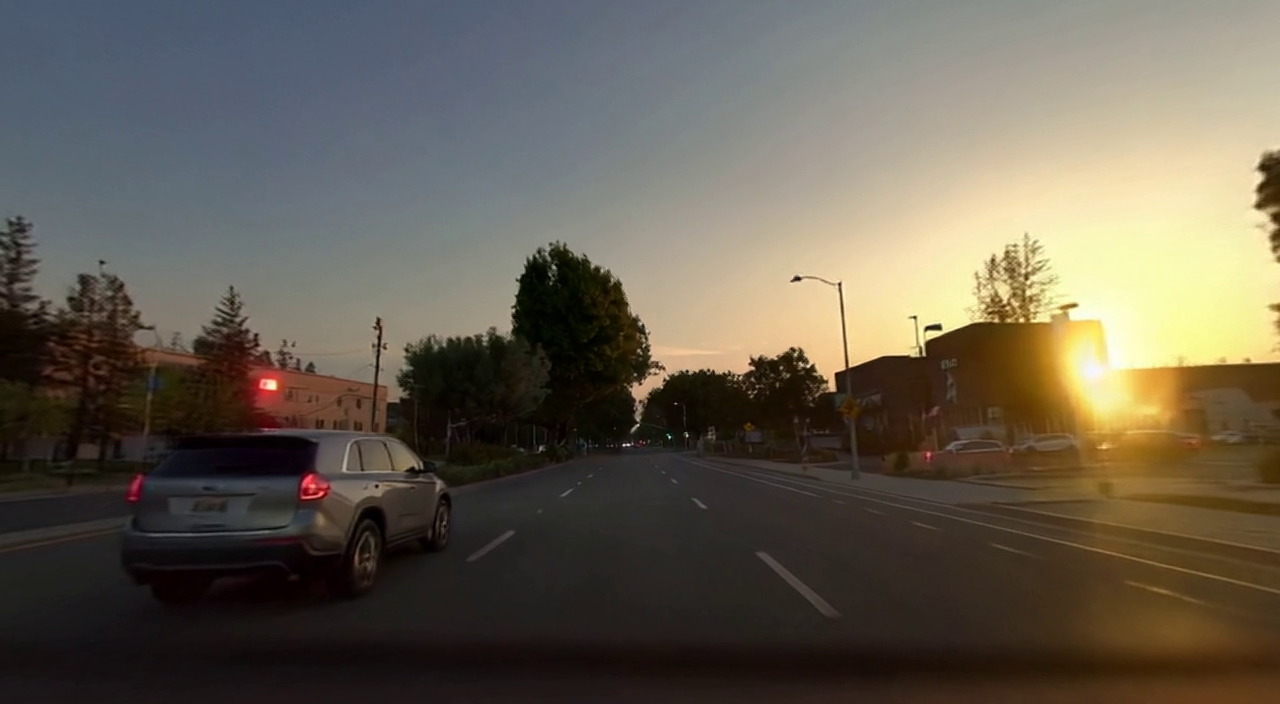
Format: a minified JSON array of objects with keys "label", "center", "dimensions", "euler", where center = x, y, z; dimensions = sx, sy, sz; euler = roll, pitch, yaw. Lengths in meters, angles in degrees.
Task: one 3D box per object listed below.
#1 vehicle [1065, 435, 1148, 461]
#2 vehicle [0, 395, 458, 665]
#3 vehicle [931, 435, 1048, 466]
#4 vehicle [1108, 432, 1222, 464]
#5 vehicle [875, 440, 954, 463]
[{"label":"vehicle","center":[30.706,6.353,41.530],"dimensions":[3.806,1.635,1.937],"euler":[-1,-9,7]},{"label":"vehicle","center":[-3.527,1.450,6.309],"dimensions":[2.039,1.656,4.710],"euler":[0,-9,-1]},{"label":"vehicle","center":[17.427,4.955,31.616],"dimensions":[4.671,1.466,1.937],"euler":[0,-9,5]},{"label":"vehicle","center":[30.085,5.514,36.205],"dimensions":[4.507,1.752,2.016],"euler":[-1,-9,9]},{"label":"vehicle","center":[18.242,6.619,41.982],"dimensions":[4.398,1.457,1.806],"euler":[0,-9,1]}]
